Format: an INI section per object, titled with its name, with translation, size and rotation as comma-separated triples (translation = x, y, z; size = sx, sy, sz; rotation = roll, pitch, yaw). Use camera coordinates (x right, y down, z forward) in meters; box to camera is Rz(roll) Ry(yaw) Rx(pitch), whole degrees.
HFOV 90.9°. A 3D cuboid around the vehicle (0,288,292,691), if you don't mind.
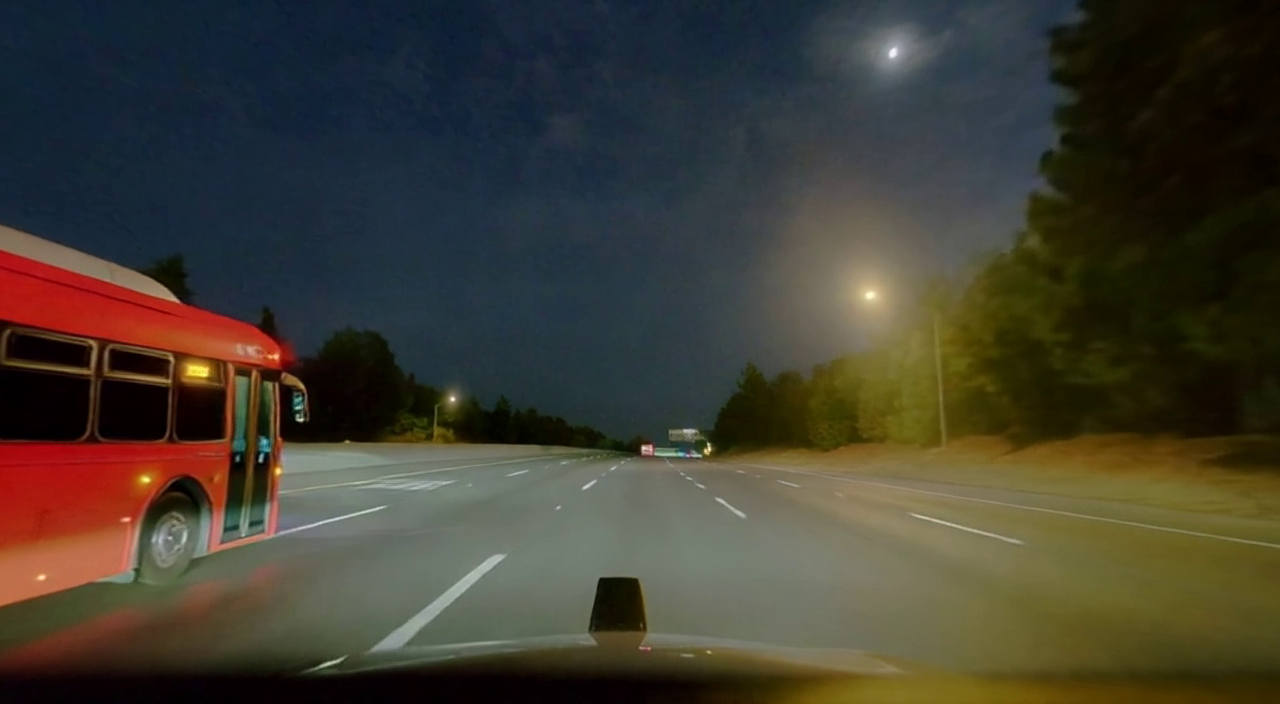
[vehicle]
translation = -4.253, 0.659, 2.978
size = 2.127, 1.985, 5.205
rotation = 0, -8, 1
